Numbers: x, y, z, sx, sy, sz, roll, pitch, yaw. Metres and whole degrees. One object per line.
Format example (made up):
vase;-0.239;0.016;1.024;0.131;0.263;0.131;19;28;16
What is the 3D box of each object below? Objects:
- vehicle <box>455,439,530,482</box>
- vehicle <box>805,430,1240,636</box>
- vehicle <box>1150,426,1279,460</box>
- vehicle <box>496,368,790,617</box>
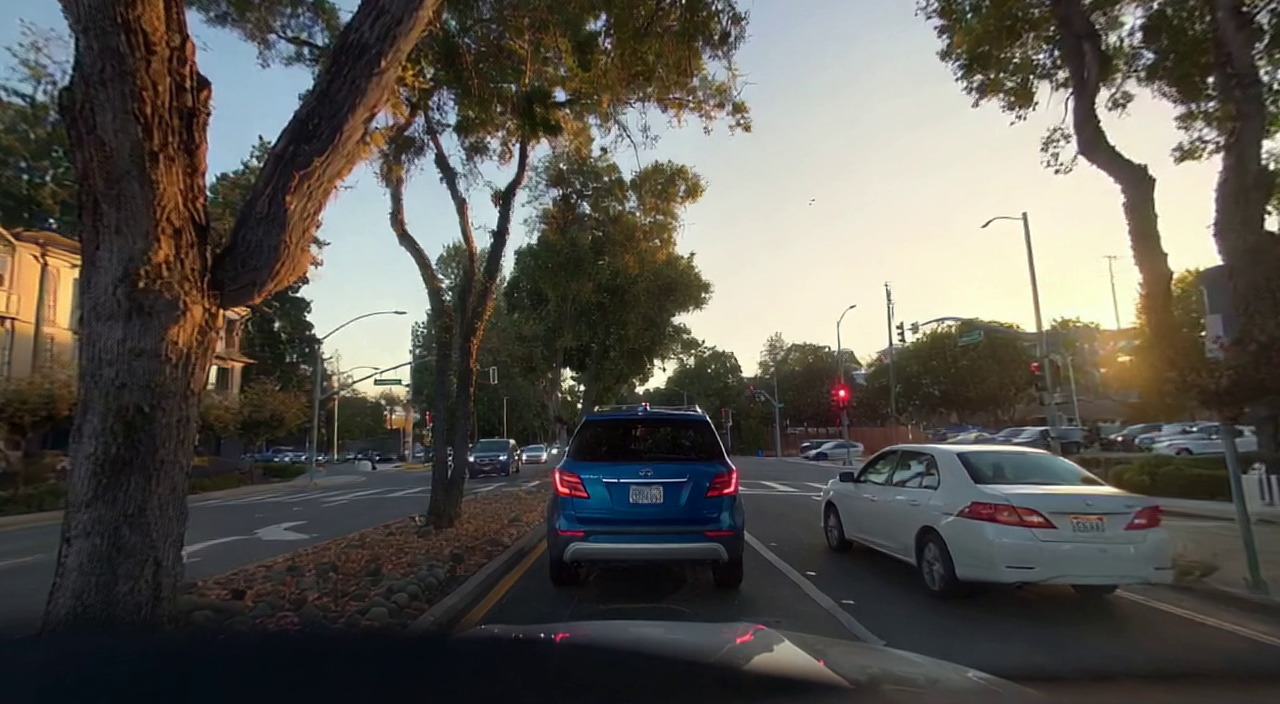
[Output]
vehicle;-6.450;4.780;28.034;2.153;1.728;4.753;0;-8;0
vehicle;3.382;1.649;6.847;1.900;1.478;4.425;0;-8;-1
vehicle;25.954;4.079;28.184;4.420;1.469;1.807;0;-8;1
vehicle;-0.035;1.403;7.098;2.296;1.947;4.168;0;-8;-2
